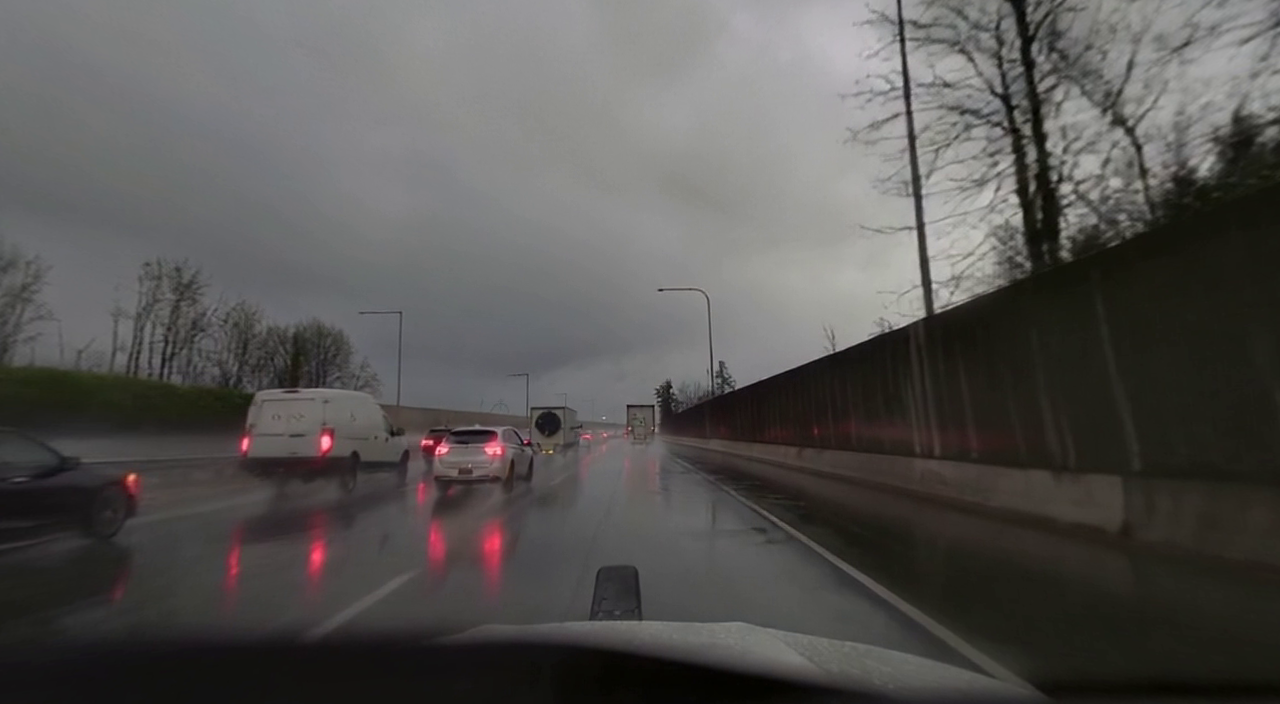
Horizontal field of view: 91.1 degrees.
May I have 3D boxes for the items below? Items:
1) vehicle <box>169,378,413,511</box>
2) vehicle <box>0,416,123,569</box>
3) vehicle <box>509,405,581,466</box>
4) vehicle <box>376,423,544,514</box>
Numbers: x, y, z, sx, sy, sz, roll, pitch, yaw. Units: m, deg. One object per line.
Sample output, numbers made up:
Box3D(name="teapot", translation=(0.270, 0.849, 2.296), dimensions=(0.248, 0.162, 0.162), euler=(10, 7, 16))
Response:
Box3D(name="vehicle", translation=(-7.488, 2.084, 14.556), dimensions=(2.386, 2.435, 5.831), euler=(0, -8, -1))
Box3D(name="vehicle", translation=(-7.497, 1.357, 5.857), dimensions=(1.957, 1.545, 3.971), euler=(0, -8, 0))
Box3D(name="vehicle", translation=(-4.185, 3.806, 28.678), dimensions=(2.427, 2.514, 5.159), euler=(0, -8, 0))
Box3D(name="vehicle", translation=(-3.299, 2.207, 12.516), dimensions=(2.089, 1.485, 4.153), euler=(0, -8, 0))
